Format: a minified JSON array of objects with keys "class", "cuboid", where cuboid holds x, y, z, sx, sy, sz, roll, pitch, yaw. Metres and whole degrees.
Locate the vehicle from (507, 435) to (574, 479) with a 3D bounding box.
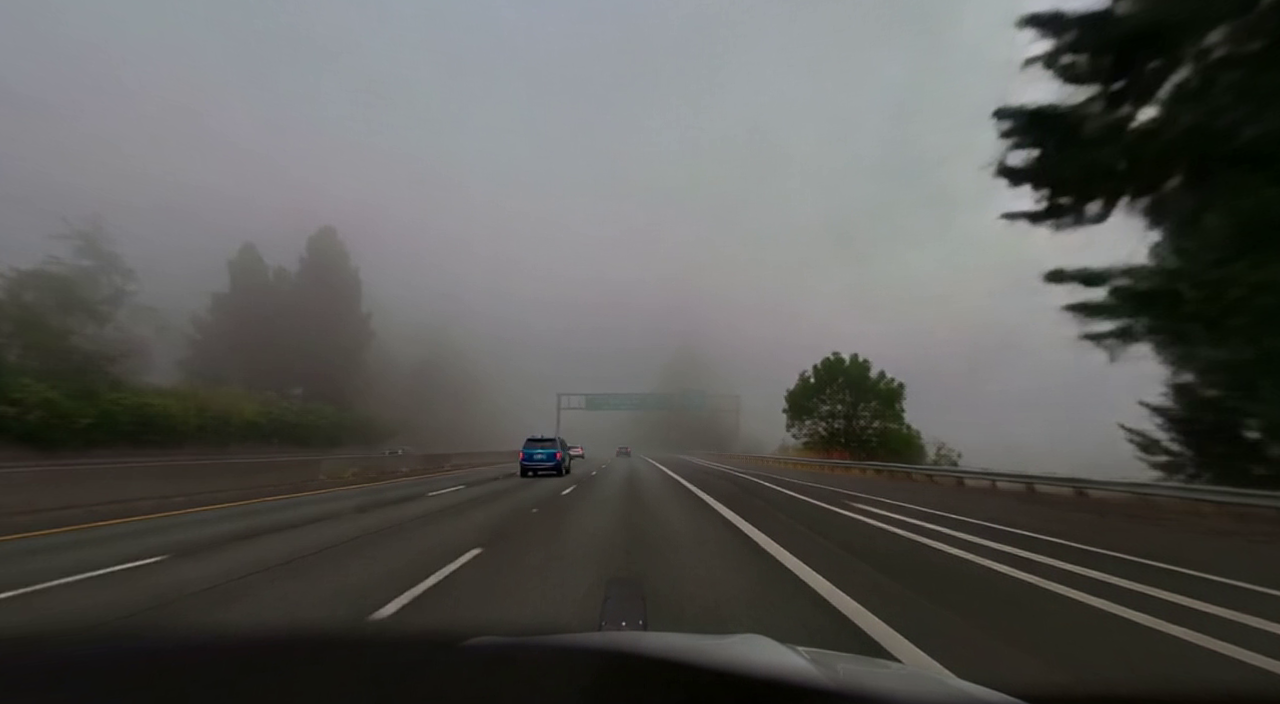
[{"class":"vehicle","cuboid":[-4.144,4.458,27.071,2.162,1.724,4.537,0,-8,-1]}]
